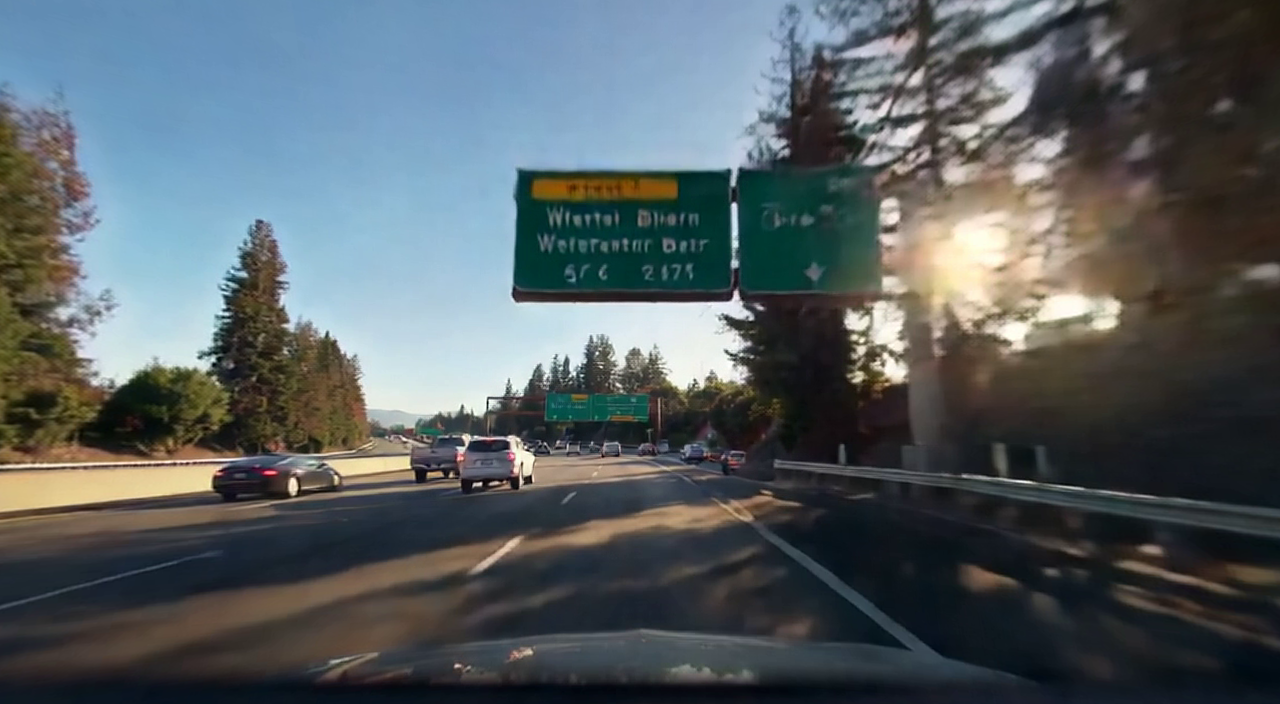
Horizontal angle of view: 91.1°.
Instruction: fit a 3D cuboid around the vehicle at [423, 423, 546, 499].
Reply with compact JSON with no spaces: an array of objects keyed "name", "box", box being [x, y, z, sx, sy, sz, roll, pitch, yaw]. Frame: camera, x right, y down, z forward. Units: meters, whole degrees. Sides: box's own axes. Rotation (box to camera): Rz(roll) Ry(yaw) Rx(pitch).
[{"name":"vehicle","box":[-4.089,2.962,17.505,2.142,1.789,5.009,0,-8,0]}]
